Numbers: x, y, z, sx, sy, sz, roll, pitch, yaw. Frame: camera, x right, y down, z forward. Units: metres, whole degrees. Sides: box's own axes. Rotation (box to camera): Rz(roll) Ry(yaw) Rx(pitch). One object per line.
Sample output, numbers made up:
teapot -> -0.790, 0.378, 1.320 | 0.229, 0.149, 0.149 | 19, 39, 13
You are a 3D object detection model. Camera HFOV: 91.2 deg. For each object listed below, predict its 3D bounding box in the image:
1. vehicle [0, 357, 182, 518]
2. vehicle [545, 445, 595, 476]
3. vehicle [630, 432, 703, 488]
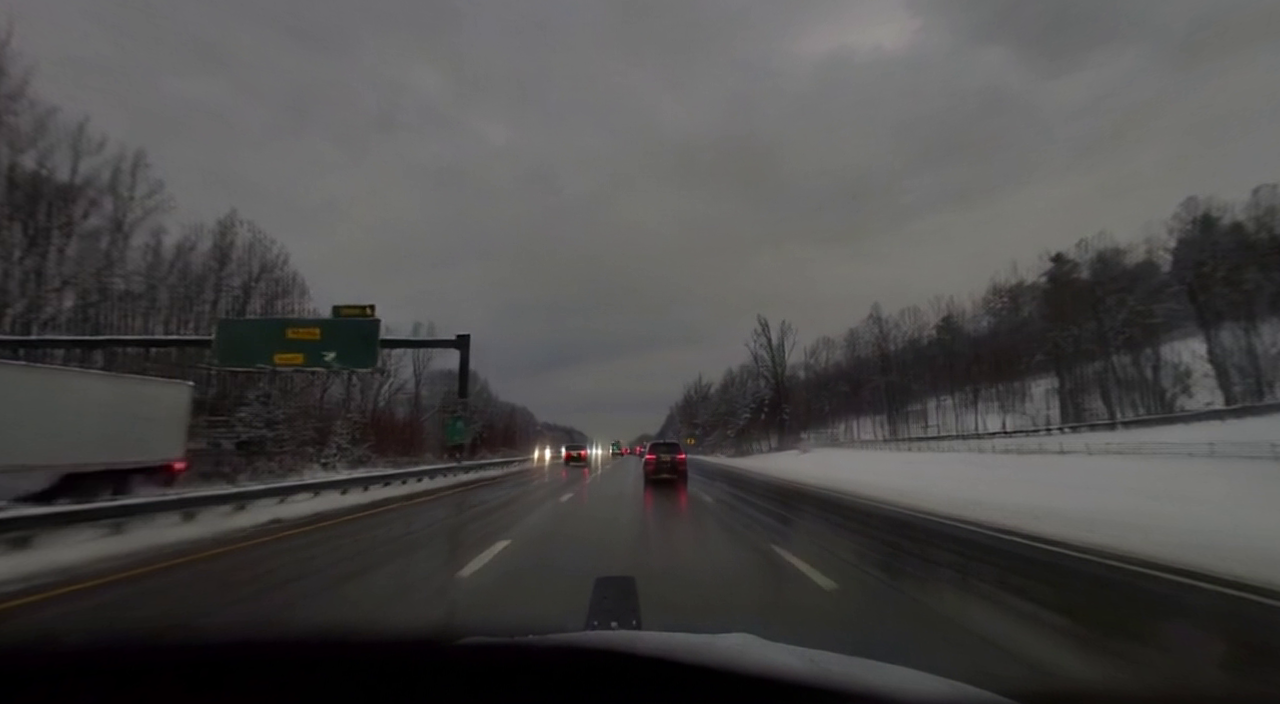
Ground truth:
vehicle -> -17.446, 1.990, 14.625 | 2.907, 3.969, 14.102 | 0, -9, 0
vehicle -> -3.417, 5.423, 31.432 | 2.037, 1.418, 3.793 | 0, -9, 1
vehicle -> 0.805, 3.686, 21.626 | 2.250, 1.718, 4.358 | 0, -9, 0
